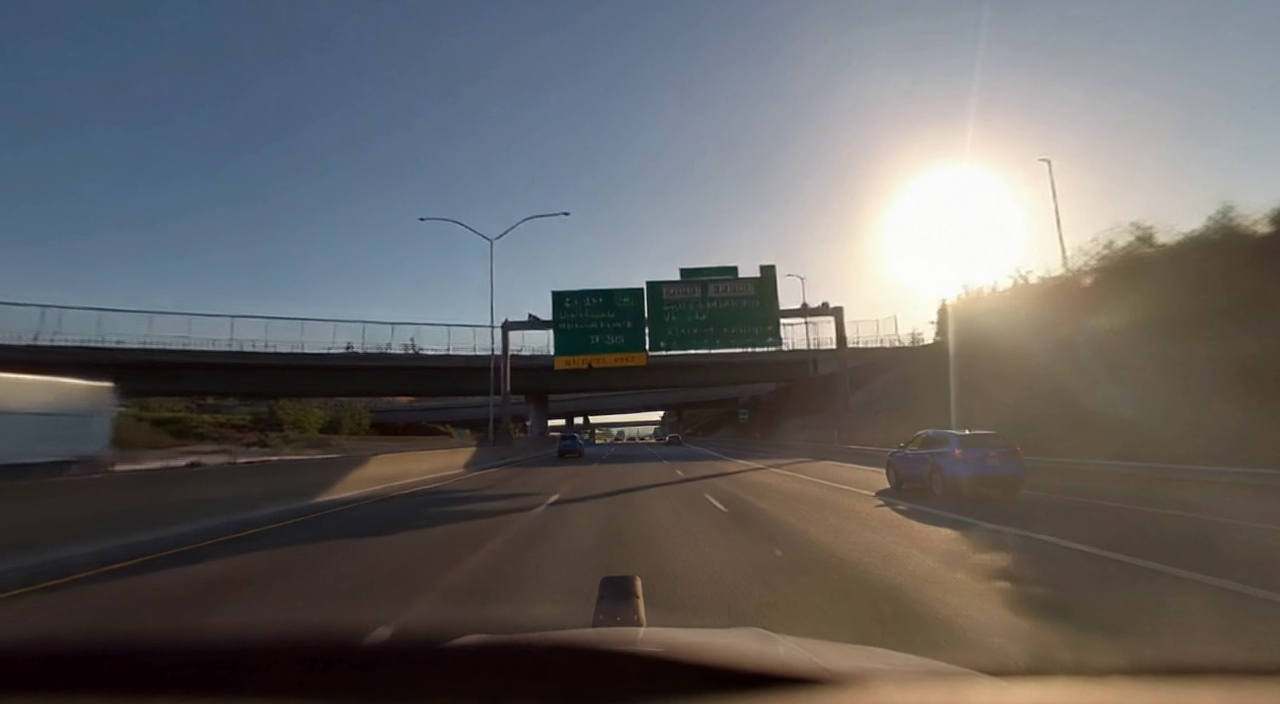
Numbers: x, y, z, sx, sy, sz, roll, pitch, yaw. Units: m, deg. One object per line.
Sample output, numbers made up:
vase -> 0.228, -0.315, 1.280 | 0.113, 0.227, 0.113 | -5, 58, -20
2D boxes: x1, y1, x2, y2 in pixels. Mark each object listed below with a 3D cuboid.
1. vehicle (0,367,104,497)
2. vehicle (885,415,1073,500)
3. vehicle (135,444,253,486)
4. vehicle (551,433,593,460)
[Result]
vehicle -> -21.270, 2.019, 16.061 | 2.899, 4.010, 14.107 | 0, -8, -1
vehicle -> 7.351, 2.319, 14.192 | 1.956, 1.634, 3.935 | 0, -8, -1
vehicle -> -17.193, 4.333, 24.470 | 1.760, 1.473, 3.820 | 0, -8, 0
vehicle -> -3.918, 5.502, 36.734 | 2.032, 1.465, 4.316 | 0, -8, -1
